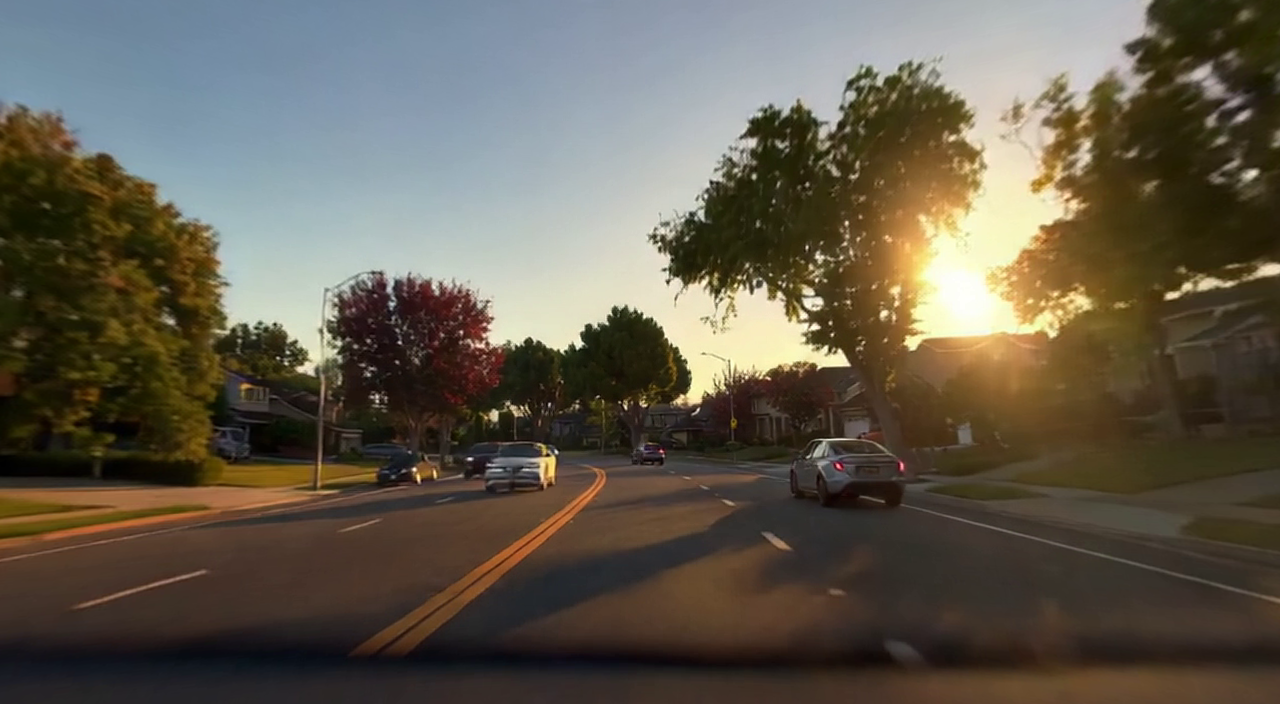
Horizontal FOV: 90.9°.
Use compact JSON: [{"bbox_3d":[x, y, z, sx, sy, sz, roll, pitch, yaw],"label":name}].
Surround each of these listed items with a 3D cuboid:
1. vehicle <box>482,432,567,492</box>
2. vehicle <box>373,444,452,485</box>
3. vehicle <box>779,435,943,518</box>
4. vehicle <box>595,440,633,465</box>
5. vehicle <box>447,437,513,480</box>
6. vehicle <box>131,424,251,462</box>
[{"bbox_3d":[-3.578,3.493,20.401,2.081,1.721,4.228,0,-8,-2],"label":"vehicle"},{"bbox_3d":[-10.360,5.145,29.172,2.038,1.690,4.825,0,-8,-3],"label":"vehicle"},{"bbox_3d":[4.601,2.623,13.899,1.934,1.506,4.282,0,-8,-2],"label":"vehicle"},{"bbox_3d":[-1.938,7.145,44.938,2.106,1.667,4.367,1,-8,-10],"label":"vehicle"},{"bbox_3d":[-7.420,4.986,29.814,2.075,1.822,5.096,0,-8,-4],"label":"vehicle"},{"bbox_3d":[-24.333,4.956,34.354,4.772,1.877,2.038,0,-9,-11],"label":"vehicle"}]
